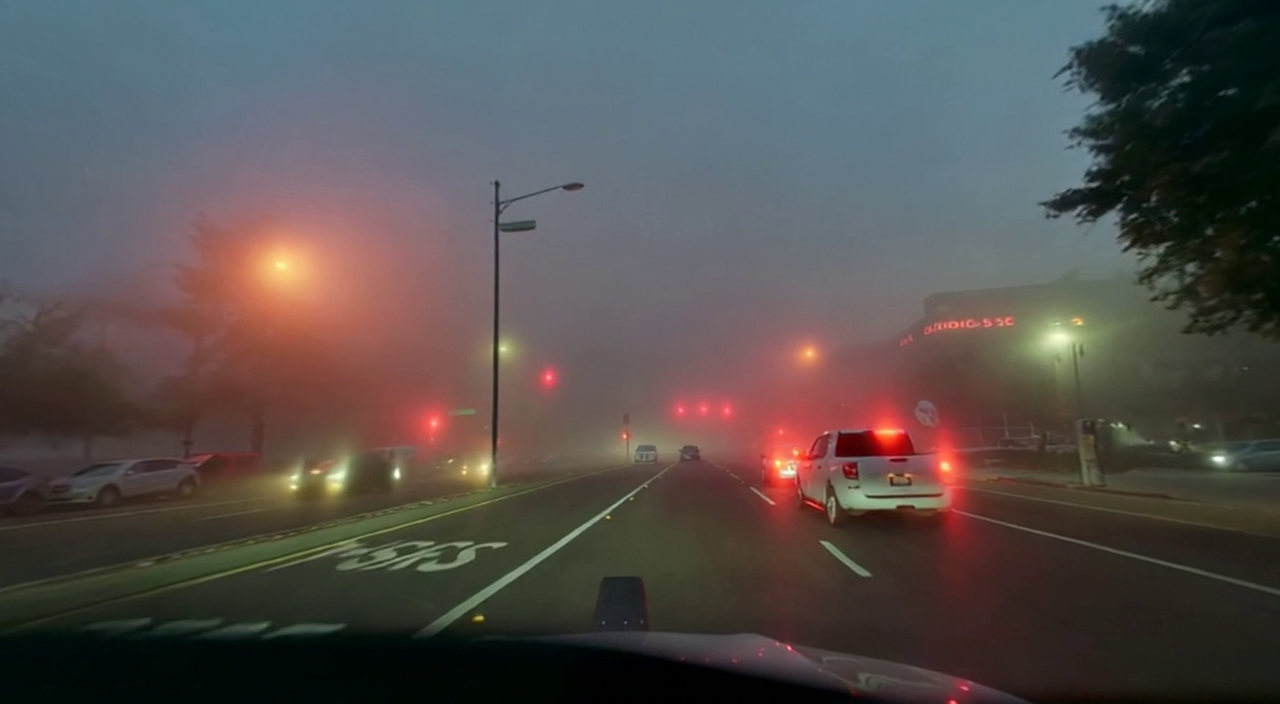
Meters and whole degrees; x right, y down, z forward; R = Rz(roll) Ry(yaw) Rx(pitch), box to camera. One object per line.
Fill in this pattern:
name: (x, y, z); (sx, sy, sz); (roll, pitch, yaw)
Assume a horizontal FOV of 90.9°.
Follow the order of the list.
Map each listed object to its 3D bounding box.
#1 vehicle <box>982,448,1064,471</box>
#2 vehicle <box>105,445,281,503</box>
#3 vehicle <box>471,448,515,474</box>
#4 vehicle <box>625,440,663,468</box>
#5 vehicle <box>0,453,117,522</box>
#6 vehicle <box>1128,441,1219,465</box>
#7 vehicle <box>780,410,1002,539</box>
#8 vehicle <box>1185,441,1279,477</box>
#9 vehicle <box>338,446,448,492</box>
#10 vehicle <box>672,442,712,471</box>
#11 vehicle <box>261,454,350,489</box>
vehicle: (26.351, 7.388, 43.470); (4.361, 1.429, 1.843); (0, -9, 10)
vehicle: (-16.281, 4.423, 23.507); (2.200, 1.884, 5.653); (-1, -8, 3)
vehicle: (-8.978, 6.687, 38.860); (1.884, 1.456, 4.356); (0, -8, -3)
vehicle: (0.319, 6.660, 41.233); (2.057, 1.678, 4.639); (-1, -8, 6)
vehicle: (-16.260, 3.388, 15.899); (1.937, 1.605, 4.531); (-1, -8, 5)
vehicle: (39.846, 7.525, 47.151); (4.775, 1.529, 1.992); (-3, -8, 6)
vehicle: (4.089, 2.100, 11.449); (2.282, 1.797, 4.924); (-1, -8, 4)
vehicle: (28.200, 4.780, 28.217); (2.043, 1.496, 5.210); (3, -10, -22)
vehicle: (-9.257, 4.386, 24.097); (2.047, 1.572, 4.472); (-1, -8, 6)
vehicle: (2.903, 5.741, 34.696); (2.059, 1.477, 3.988); (-1, -8, 6)
vehicle: (-15.876, 5.654, 30.207); (1.804, 1.437, 4.560); (0, -8, -1)
